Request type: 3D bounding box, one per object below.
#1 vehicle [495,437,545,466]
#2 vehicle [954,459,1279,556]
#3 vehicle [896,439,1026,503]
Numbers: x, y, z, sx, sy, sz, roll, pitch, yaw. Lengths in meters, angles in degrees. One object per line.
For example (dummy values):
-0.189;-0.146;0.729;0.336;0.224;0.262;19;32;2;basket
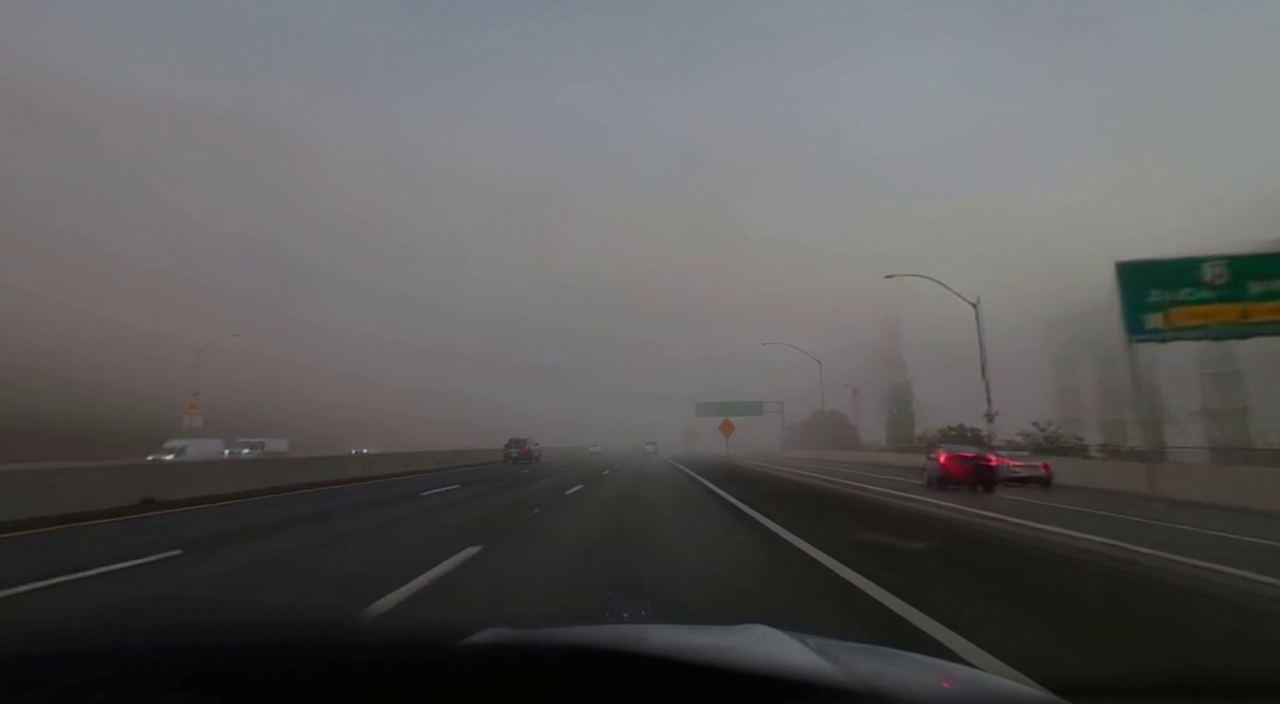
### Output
-7.153;5.982;38.111;2.088;1.678;4.426;0;-8;1;vehicle
19.259;5.933;26.513;3.122;2.437;15.553;1;-8;-5;vehicle
18.236;6.726;36.587;3.007;3.318;7.486;1;-8;-5;vehicle
